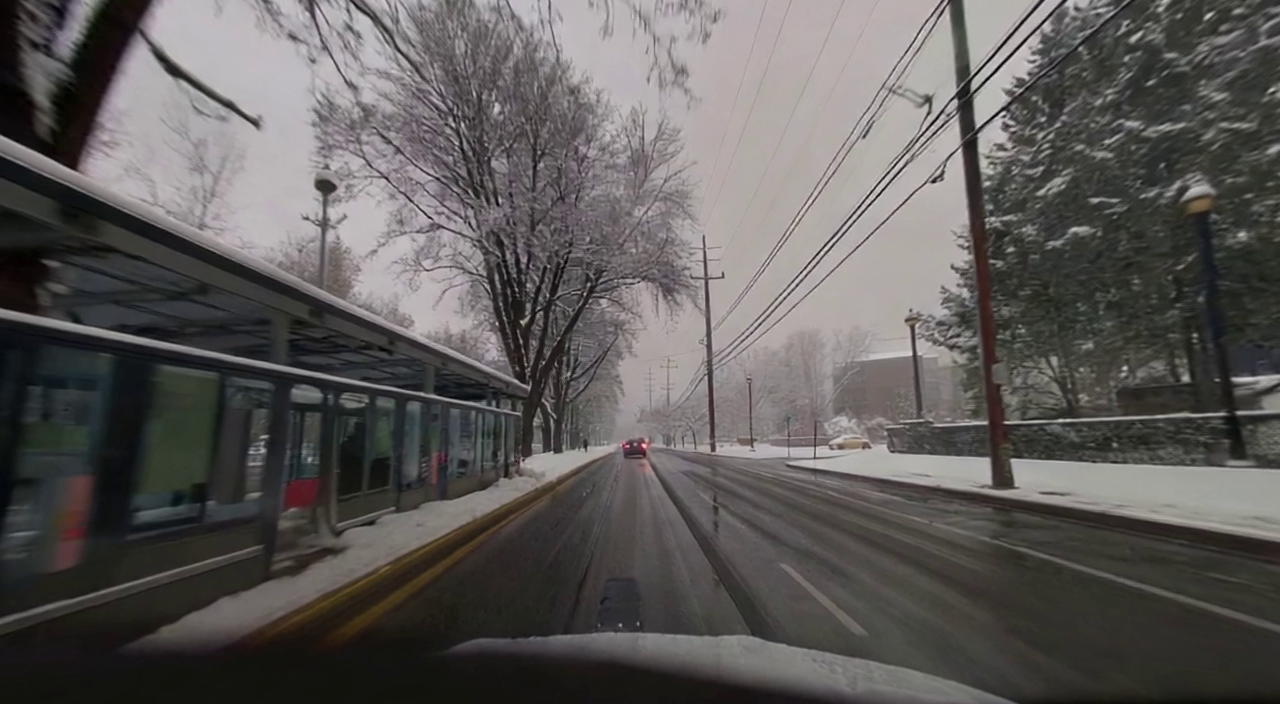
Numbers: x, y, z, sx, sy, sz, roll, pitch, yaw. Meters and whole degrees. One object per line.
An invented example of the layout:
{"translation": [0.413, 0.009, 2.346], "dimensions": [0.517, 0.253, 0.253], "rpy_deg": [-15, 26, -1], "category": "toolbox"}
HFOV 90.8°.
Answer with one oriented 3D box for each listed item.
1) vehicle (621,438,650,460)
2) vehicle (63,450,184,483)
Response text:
{"translation": [-0.396, 7.281, 47.576], "dimensions": [2.109, 1.501, 4.042], "rpy_deg": [0, -8, -1], "category": "vehicle"}
{"translation": [-26.033, 5.741, 32.098], "dimensions": [2.040, 1.469, 4.860], "rpy_deg": [0, -8, 0], "category": "vehicle"}
